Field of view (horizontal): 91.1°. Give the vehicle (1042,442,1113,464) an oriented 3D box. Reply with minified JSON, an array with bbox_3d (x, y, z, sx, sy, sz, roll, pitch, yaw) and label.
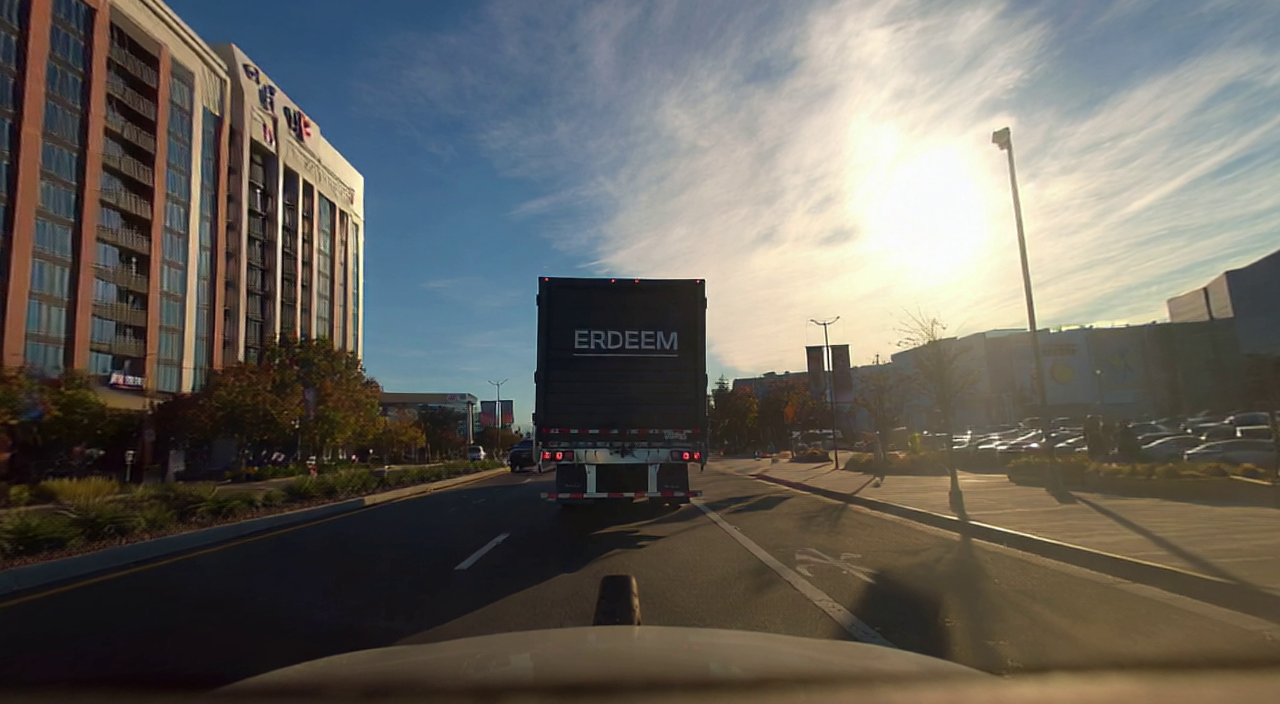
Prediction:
[{"bbox_3d":[31.366,7.216,45.151,1.652,1.423,3.797,5,-9,-36],"label":"vehicle"}]

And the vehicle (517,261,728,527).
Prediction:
[{"bbox_3d":[-0.212,1.162,13.457,2.876,3.724,9.351,0,-8,0],"label":"vehicle"}]
